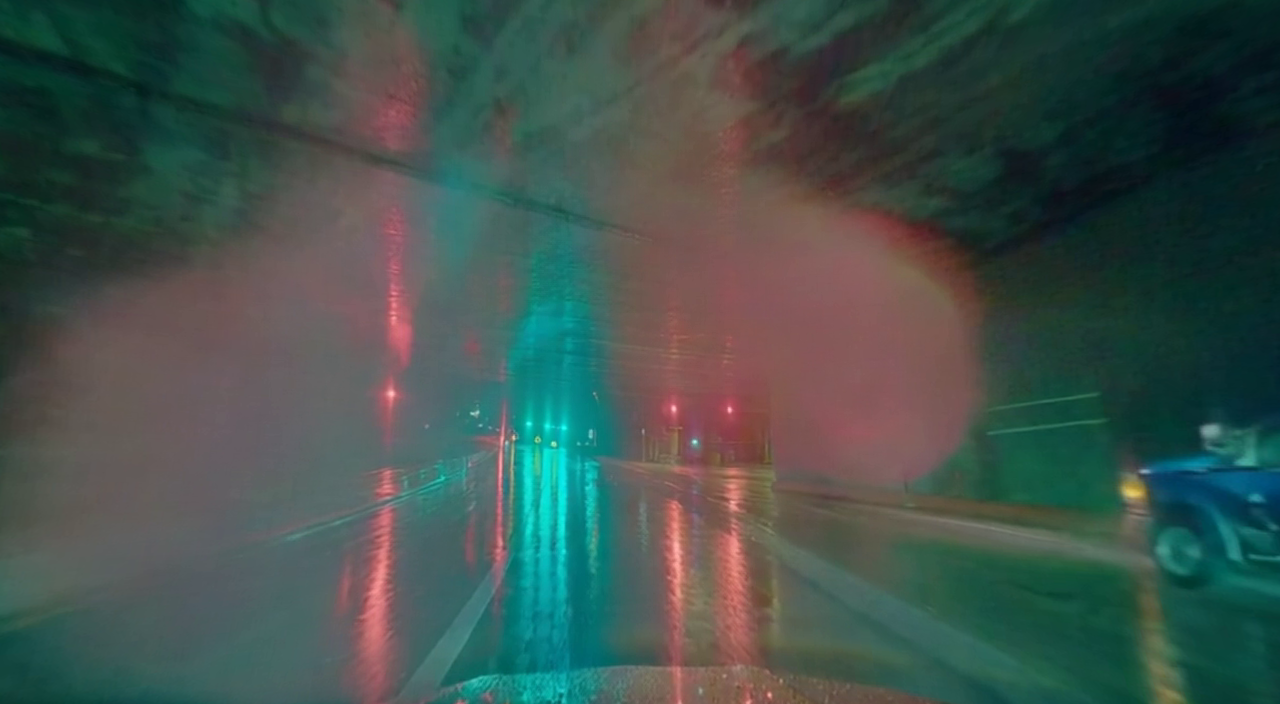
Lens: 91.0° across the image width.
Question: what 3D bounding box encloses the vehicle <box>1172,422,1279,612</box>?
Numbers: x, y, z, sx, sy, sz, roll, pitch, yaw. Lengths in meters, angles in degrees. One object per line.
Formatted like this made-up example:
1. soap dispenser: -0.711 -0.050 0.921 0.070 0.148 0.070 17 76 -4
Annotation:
1. vehicle: 6.351 1.123 3.717 2.012 1.521 4.663 0 -8 -6
